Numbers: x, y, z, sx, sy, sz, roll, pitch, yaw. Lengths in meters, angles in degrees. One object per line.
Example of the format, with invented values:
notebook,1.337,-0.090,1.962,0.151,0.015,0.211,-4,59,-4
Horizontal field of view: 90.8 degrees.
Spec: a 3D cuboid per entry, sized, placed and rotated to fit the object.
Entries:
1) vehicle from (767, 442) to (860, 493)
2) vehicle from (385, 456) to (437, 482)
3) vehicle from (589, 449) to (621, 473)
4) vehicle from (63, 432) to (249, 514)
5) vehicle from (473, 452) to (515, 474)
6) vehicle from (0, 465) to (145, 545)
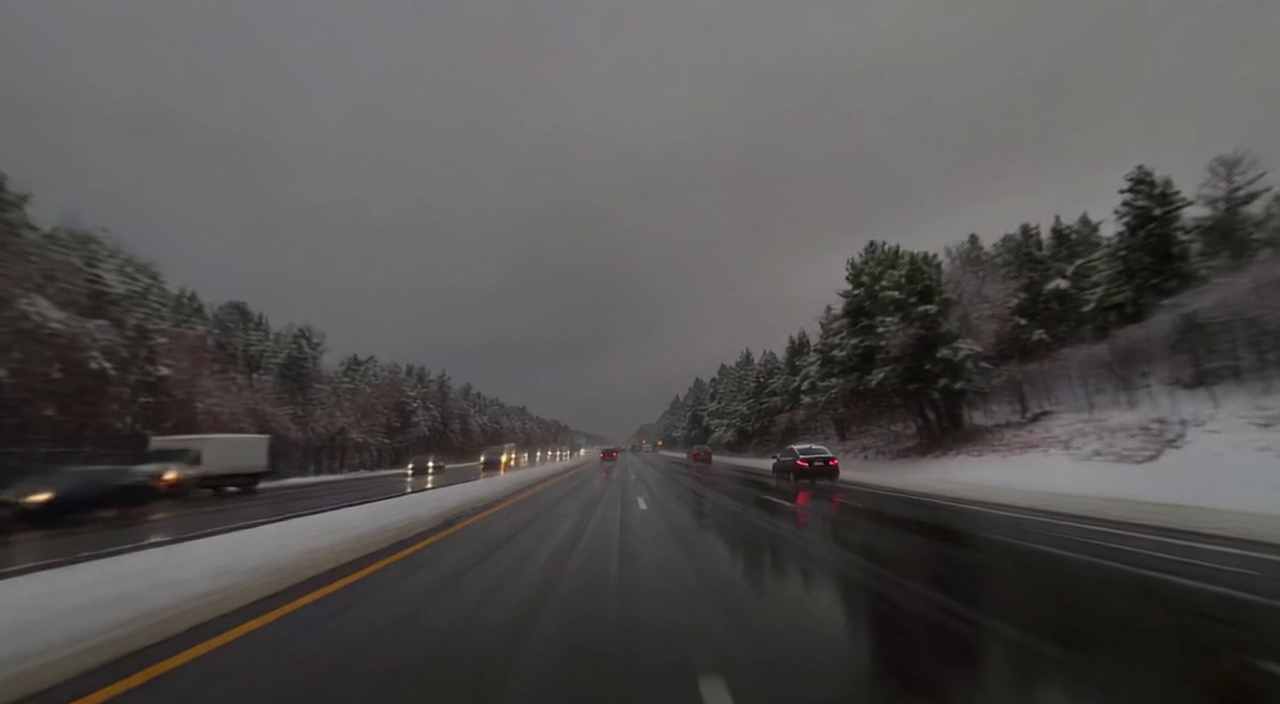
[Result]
vehicle,5.769,3.887,21.509,1.903,1.566,3.866,0,-9,-3
vehicle,-14.596,7.481,40.430,1.908,1.493,4.047,0,-9,-1
vehicle,-2.328,7.352,42.805,2.021,1.507,4.272,0,-9,-2
vehicle,-17.661,4.409,23.604,2.368,2.652,5.789,0,-9,-2
vehicle,-10.931,8.334,47.515,2.097,1.503,4.780,0,-9,-1
vehicle,-13.849,3.382,14.303,1.897,1.488,4.214,0,-9,-2
